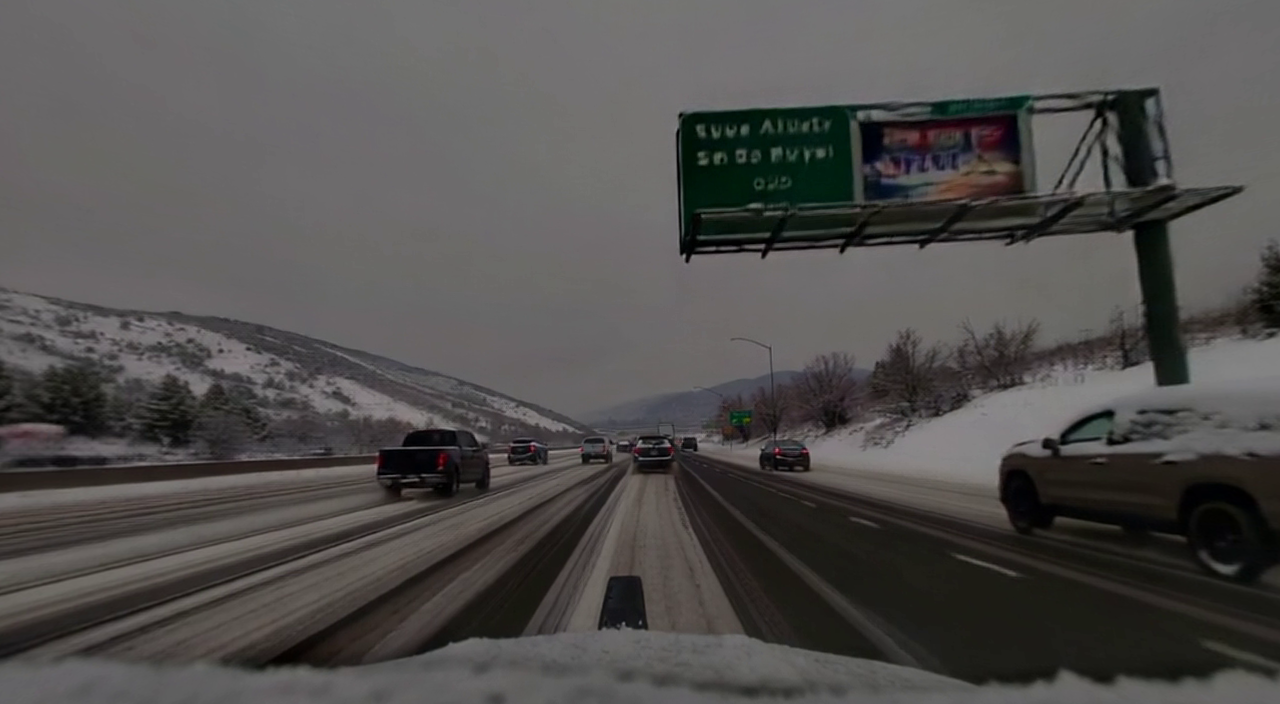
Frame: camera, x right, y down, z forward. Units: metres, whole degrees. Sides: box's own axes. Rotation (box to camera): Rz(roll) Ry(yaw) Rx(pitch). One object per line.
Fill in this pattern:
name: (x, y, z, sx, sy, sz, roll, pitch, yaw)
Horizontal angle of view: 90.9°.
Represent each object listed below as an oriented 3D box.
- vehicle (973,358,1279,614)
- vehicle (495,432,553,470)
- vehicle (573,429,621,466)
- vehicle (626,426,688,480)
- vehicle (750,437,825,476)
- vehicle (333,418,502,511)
vehicle: (5.682, 1.227, 6.310, 2.029, 1.859, 4.669, 0, -8, -1)
vehicle: (-6.010, 5.169, 33.176, 2.036, 1.813, 4.564, -1, -8, 2)
vehicle: (-2.440, 5.688, 37.641, 2.316, 1.999, 5.765, -1, -8, 2)
vehicle: (0.604, 3.684, 23.160, 2.052, 1.808, 3.898, 0, -8, 1)
vehicle: (5.977, 4.275, 26.088, 1.998, 1.456, 4.338, 0, -8, 0)
vehicle: (-4.897, 2.569, 14.879, 2.160, 1.799, 5.001, 0, -8, 0)
